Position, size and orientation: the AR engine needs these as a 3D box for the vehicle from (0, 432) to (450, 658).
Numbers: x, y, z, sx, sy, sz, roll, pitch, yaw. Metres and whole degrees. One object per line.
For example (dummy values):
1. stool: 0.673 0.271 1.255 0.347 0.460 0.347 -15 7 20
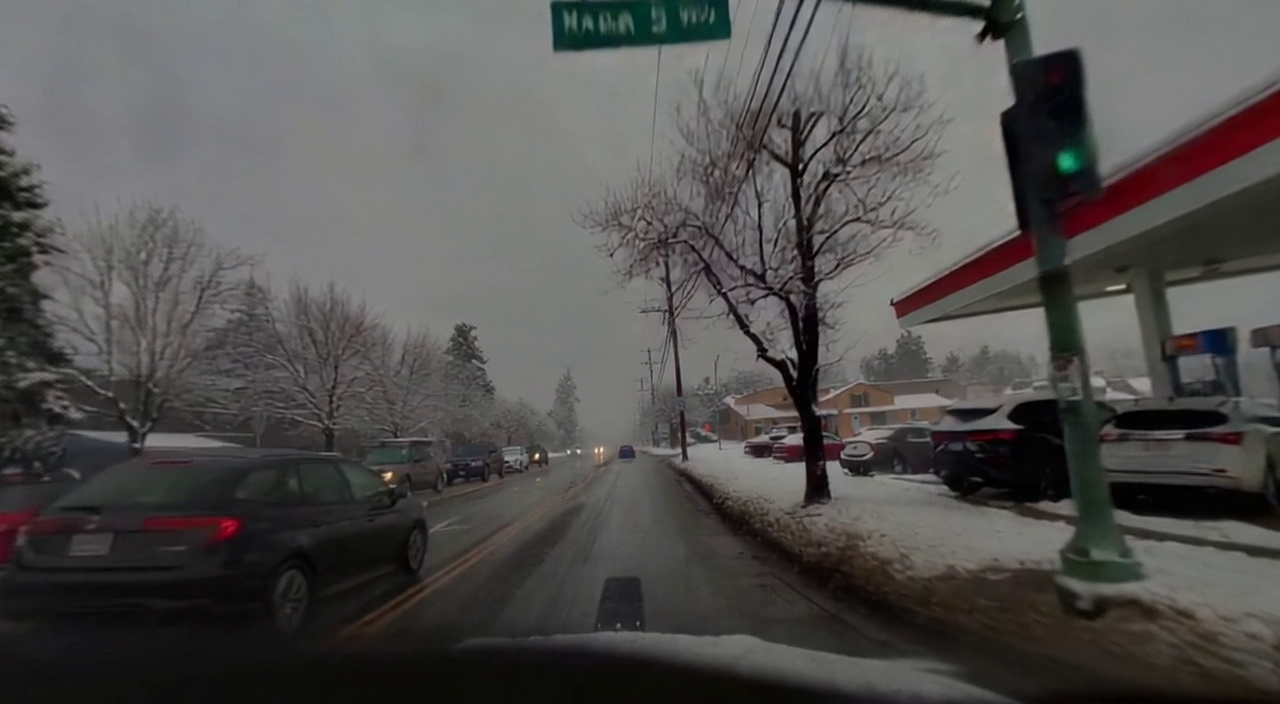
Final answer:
1. vehicle: -3.588 1.600 6.413 1.943 1.455 4.414 0 -9 0

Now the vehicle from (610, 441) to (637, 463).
1. vehicle: -1.139 7.228 45.677 1.909 1.482 4.390 0 -9 0

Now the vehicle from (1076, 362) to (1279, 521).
1. vehicle: 8.594 1.310 9.243 3.353 1.885 2.229 4 -10 -29

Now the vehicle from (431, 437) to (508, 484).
1. vehicle: -6.961 4.495 26.415 1.877 1.742 4.919 0 -9 0

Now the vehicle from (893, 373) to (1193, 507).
1. vehicle: 7.875 1.713 12.289 5.441 2.056 2.552 5 -10 -30
